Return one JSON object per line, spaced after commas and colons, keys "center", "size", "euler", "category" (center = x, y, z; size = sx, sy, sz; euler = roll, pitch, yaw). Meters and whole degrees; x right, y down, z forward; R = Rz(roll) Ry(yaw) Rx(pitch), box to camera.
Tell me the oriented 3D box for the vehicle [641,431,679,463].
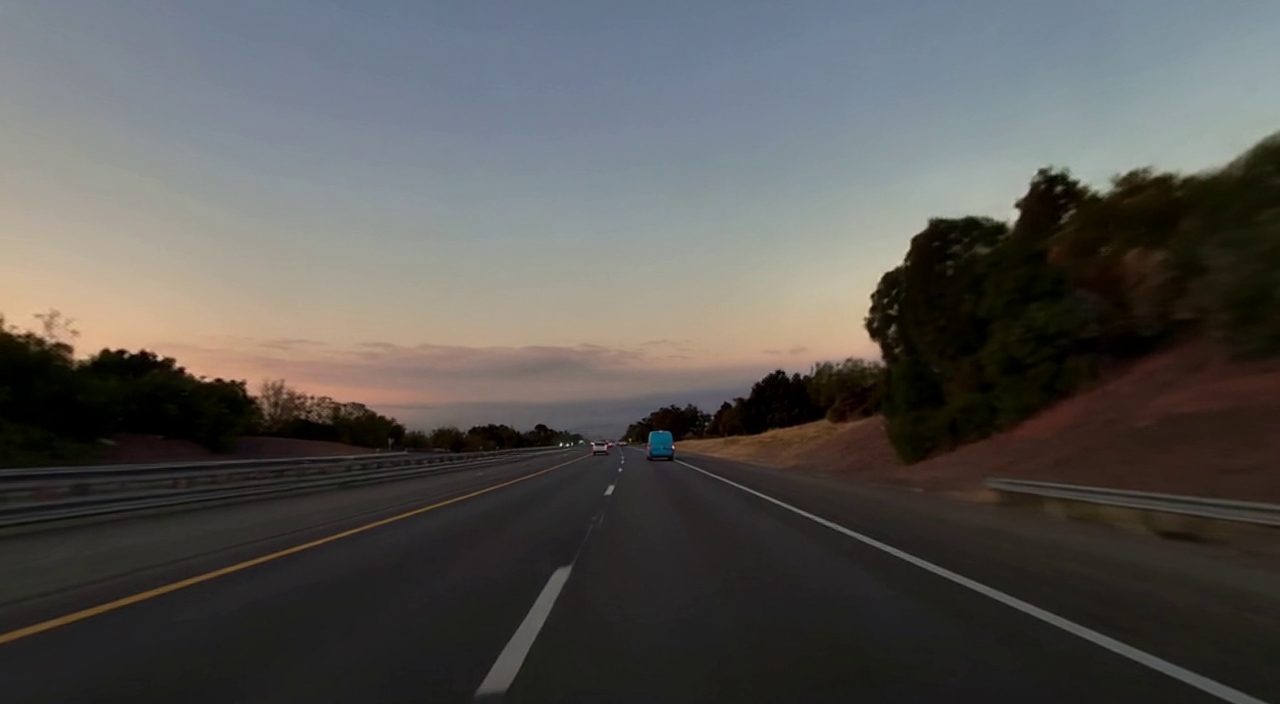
{"center": [1.324, 6.610, 44.010], "size": [2.269, 2.048, 4.679], "euler": [0, -8, -2], "category": "vehicle"}
